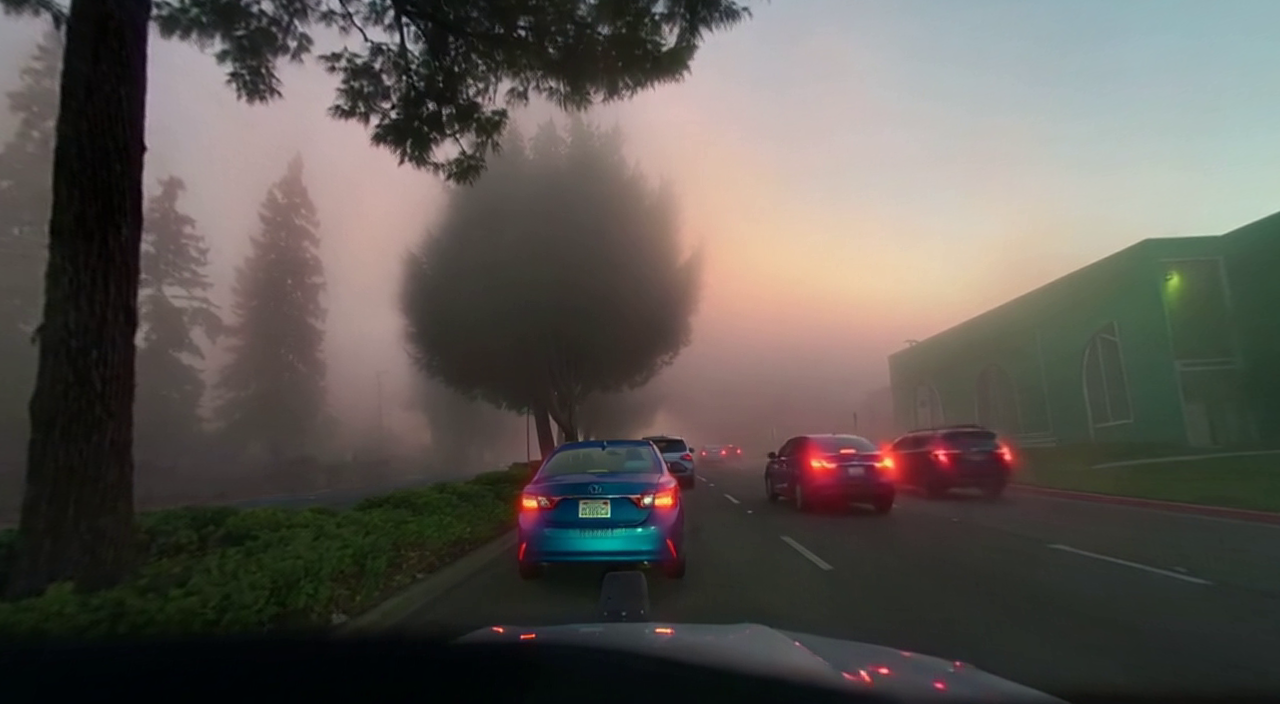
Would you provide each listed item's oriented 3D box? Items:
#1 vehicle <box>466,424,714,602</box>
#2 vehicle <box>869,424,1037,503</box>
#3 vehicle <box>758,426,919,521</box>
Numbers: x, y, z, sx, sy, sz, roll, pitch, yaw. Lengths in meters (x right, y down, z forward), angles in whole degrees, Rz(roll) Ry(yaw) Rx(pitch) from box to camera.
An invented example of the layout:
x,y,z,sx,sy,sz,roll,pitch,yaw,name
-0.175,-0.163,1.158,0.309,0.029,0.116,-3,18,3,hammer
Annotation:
x,y,z,sx,sy,sz,roll,pitch,yaw,name
-0.431,1.679,7.439,2.111,1.506,4.018,0,-8,0,vehicle
7.753,2.806,16.158,2.064,1.747,4.372,0,-9,1,vehicle
3.870,2.446,13.158,1.971,1.637,4.317,0,-9,0,vehicle
